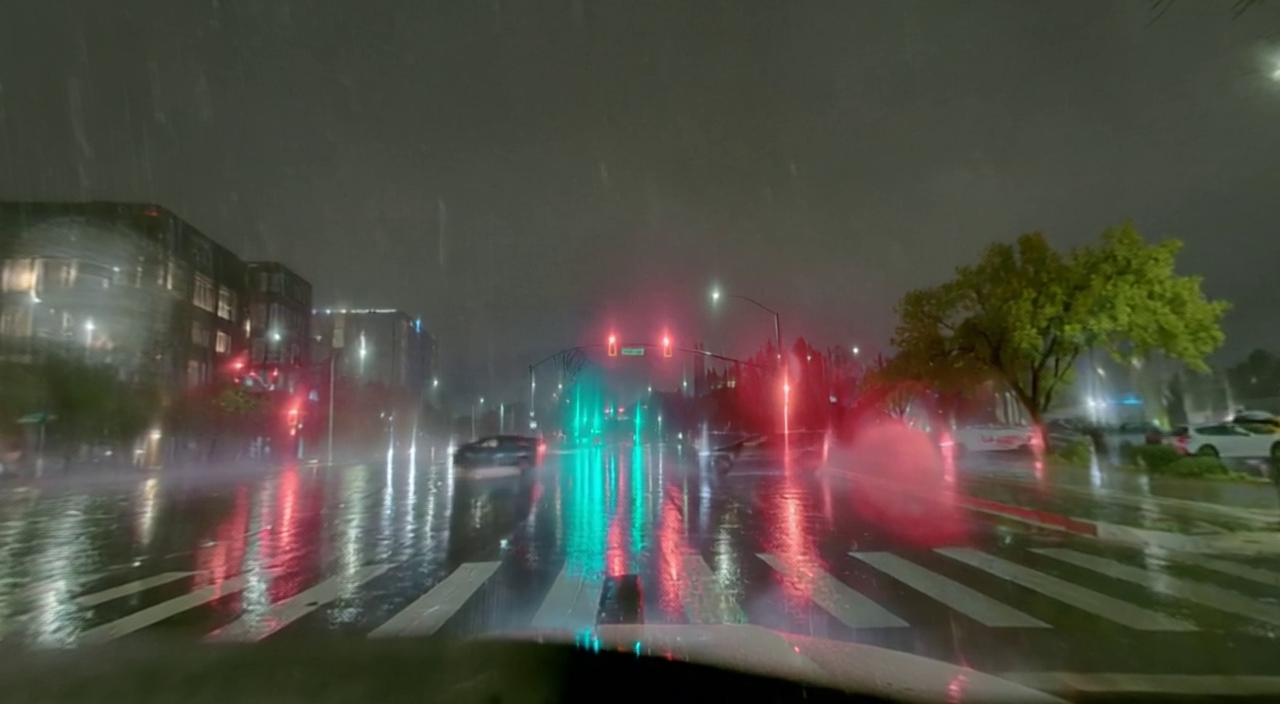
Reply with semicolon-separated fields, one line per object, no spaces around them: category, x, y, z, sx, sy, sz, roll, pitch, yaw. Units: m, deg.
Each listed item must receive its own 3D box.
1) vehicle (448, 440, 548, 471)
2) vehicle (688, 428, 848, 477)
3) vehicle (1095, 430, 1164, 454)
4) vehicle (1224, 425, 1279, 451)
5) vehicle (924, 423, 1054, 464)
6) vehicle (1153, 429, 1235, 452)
vehicle;-6.333;4.668;28.457;4.046;1.306;1.719;-1;-8;3
vehicle;4.198;3.357;21.214;4.916;1.504;1.846;0;-8;-5
vehicle;33.207;6.147;43.050;2.090;1.494;4.321;-3;-9;15
vehicle;42.266;5.714;41.945;2.037;1.614;5.175;0;-8;0
vehicle;15.445;4.098;28.201;4.571;1.698;1.977;-2;-9;8
vehicle;36.575;5.903;41.837;1.726;1.429;4.163;-1;-8;2
